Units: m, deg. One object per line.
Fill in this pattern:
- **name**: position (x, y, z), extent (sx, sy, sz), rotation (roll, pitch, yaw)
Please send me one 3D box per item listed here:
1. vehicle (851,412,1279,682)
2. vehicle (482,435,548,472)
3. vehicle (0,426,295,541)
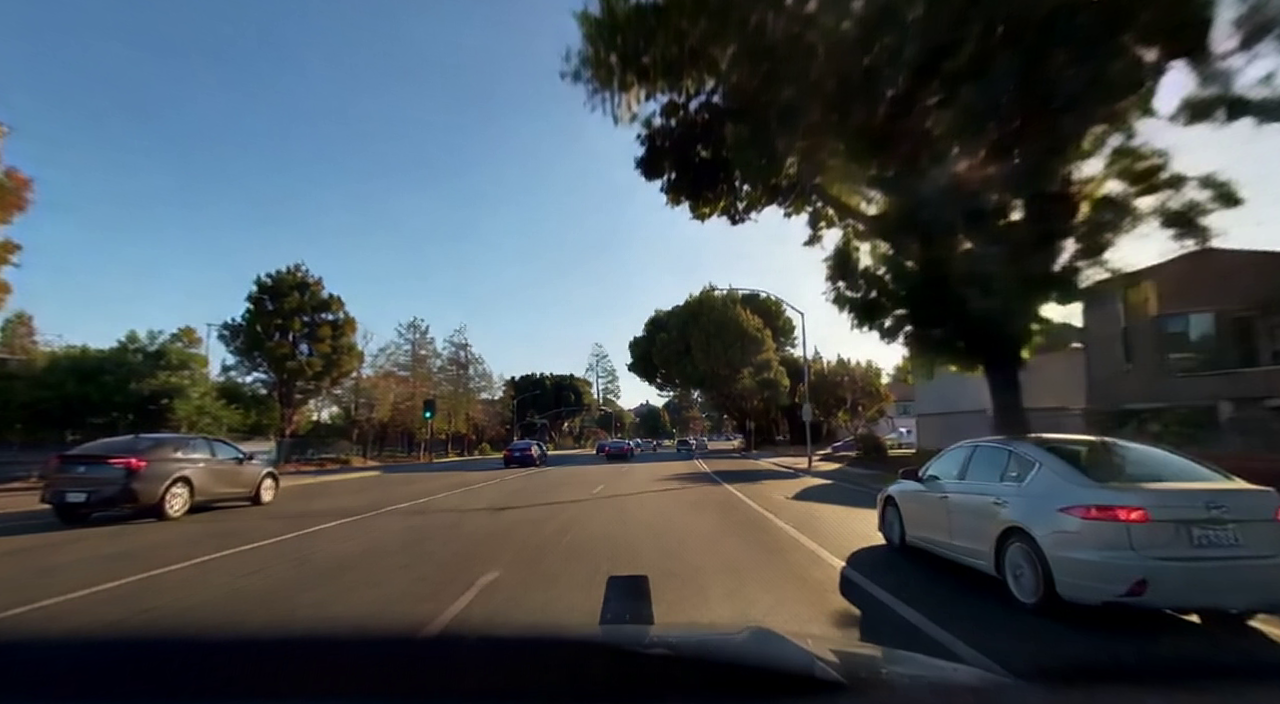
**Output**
- **vehicle**: position (3.746, 1.435, 5.931), extent (2.003, 1.494, 4.705), rotation (0, -8, 1)
- **vehicle**: position (-5.809, 4.769, 29.846), extent (1.988, 1.597, 4.404), rotation (-1, -8, 4)
- **vehicle**: position (-8.139, 2.132, 10.913), extent (1.951, 1.554, 4.444), rotation (0, -8, -3)
